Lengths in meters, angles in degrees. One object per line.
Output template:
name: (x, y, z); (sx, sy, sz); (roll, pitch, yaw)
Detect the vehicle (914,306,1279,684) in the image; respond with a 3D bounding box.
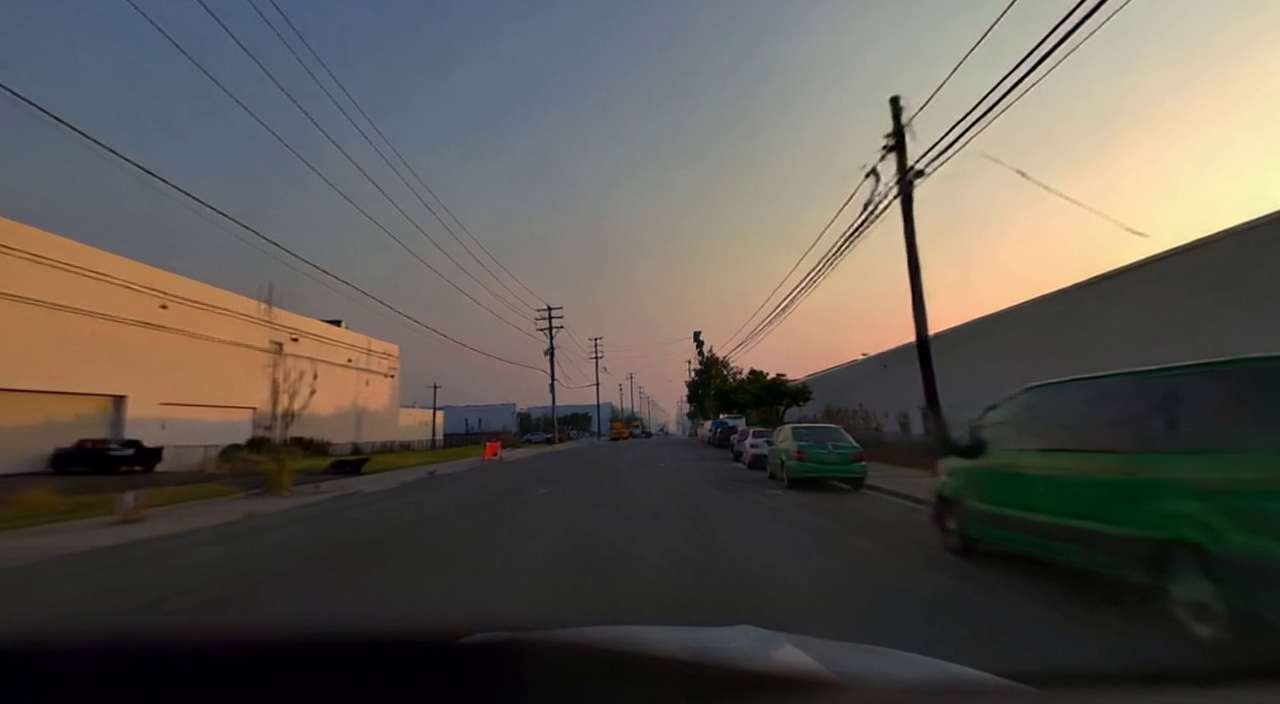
vehicle: (4.394, 1.012, 5.111); (2.010, 1.985, 5.124); (0, -8, 0)

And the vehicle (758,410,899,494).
vehicle: (4.531, 2.526, 16.241); (2.009, 1.776, 5.440); (0, -8, 1)

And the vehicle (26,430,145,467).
vehicle: (-23.299, 4.056, 26.594); (3.663, 1.470, 1.654); (-2, -8, 8)
